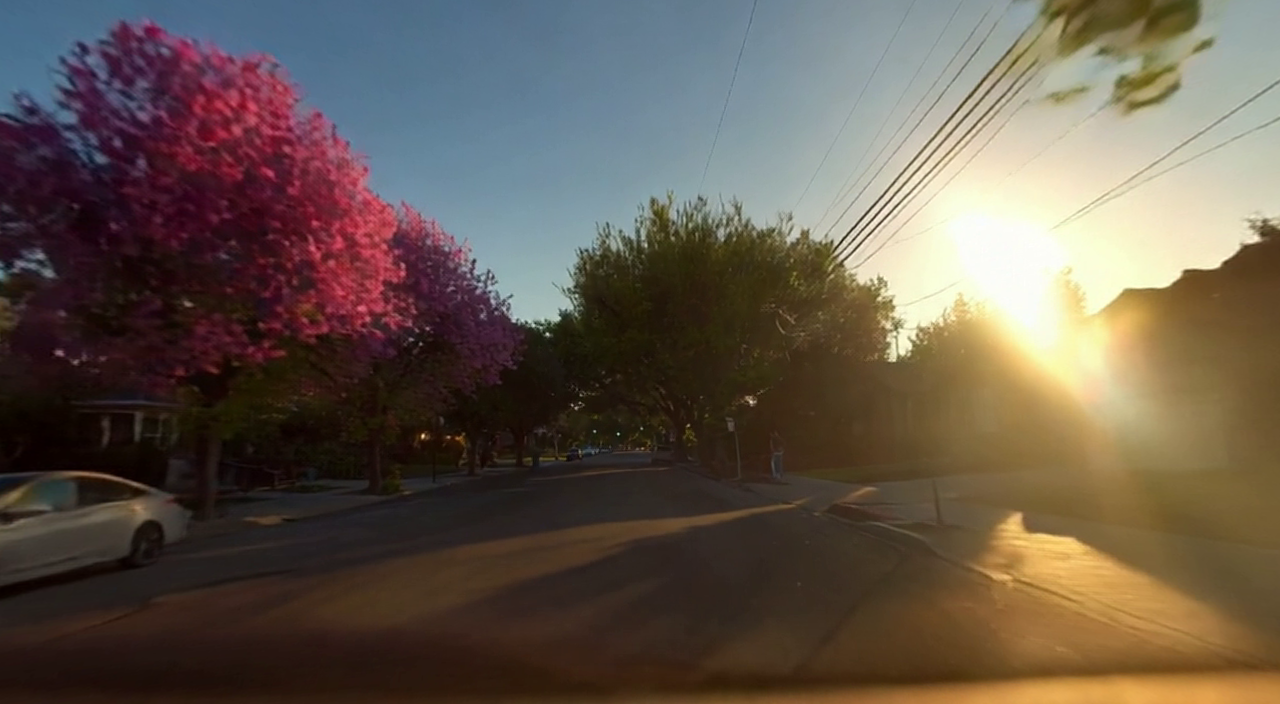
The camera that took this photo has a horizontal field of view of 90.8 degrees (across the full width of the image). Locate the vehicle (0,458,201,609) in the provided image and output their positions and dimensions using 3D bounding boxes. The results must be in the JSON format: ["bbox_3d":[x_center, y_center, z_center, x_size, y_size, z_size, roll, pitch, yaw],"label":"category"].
[{"bbox_3d":[-6.966,1.908,6.808,1.766,1.320,3.947,-2,-8,-2],"label":"vehicle"}]
